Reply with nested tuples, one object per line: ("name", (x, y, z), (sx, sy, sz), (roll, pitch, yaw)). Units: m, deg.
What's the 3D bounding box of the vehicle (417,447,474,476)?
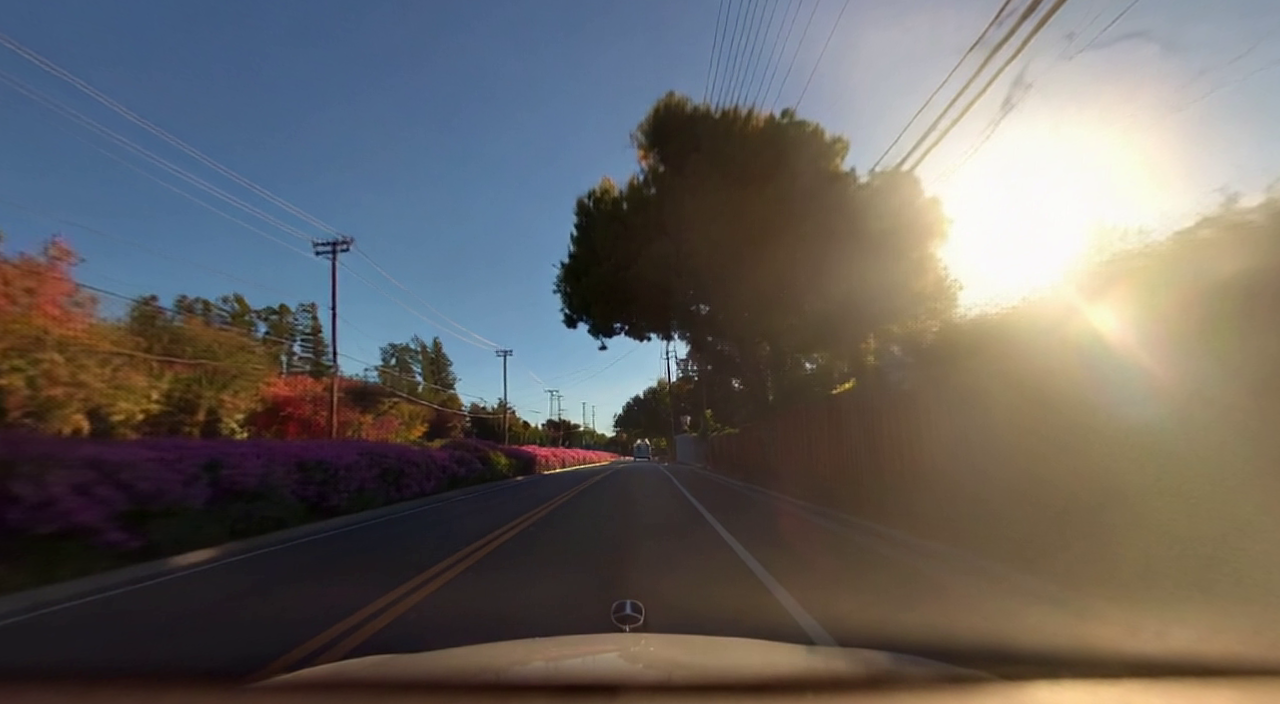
("vehicle", (-12.070, 6.792, 39.425), (1.989, 1.683, 4.615), (-1, -8, 2))
